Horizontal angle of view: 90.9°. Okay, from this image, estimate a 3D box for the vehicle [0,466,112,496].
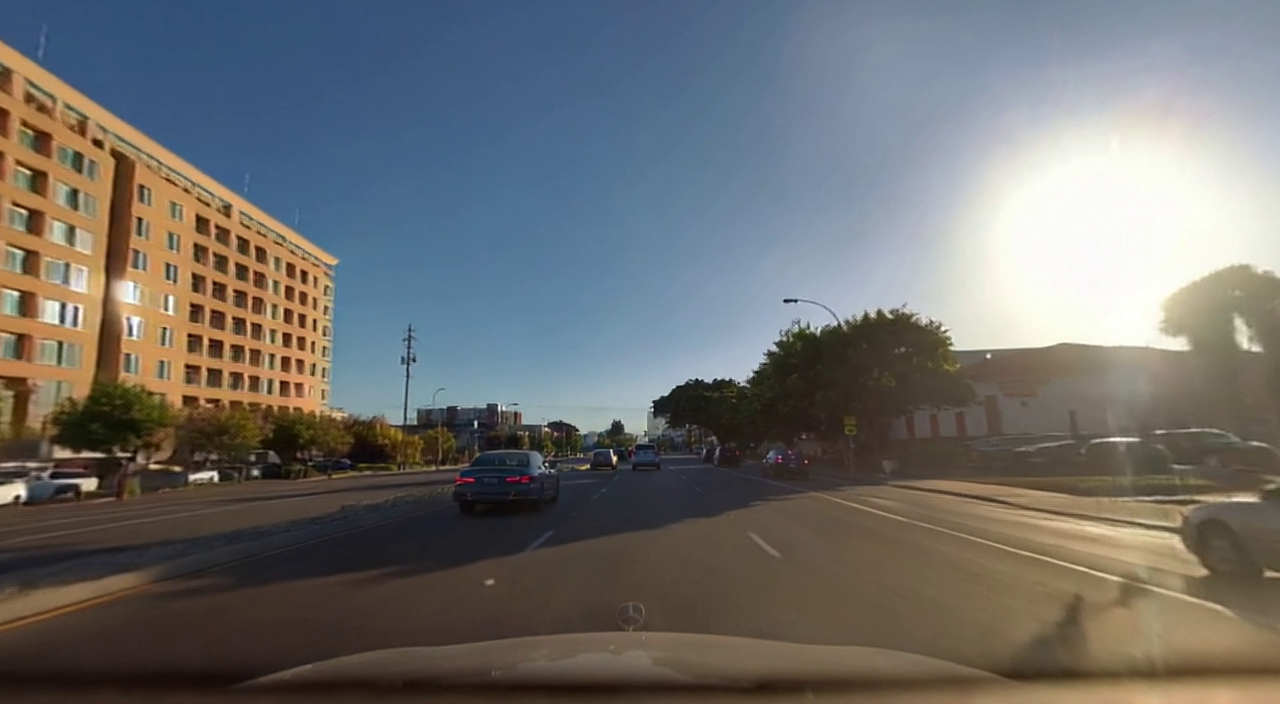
[{"bbox_3d":[-34.100,7.497,36.812,4.652,1.472,1.932,5,-10,-32],"label":"vehicle"}]

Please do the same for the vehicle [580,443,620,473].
[{"bbox_3d":[-2.502,6.835,40.684,2.117,1.799,4.442,0,-9,2],"label":"vehicle"}]

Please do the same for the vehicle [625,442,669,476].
[{"bbox_3d":[0.425,6.021,35.724,2.304,1.795,4.526,0,-9,1],"label":"vehicle"}]

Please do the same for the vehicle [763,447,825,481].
[{"bbox_3d":[7.189,5.233,29.796,1.884,1.458,4.245,0,-9,1],"label":"vehicle"}]

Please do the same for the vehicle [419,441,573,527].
[{"bbox_3d":[-2.766,2.660,13.321,2.095,1.486,4.411,0,-9,1],"label":"vehicle"}]

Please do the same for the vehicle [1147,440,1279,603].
[{"bbox_3d":[6.710,1.391,4.804,1.865,1.458,4.605,0,-9,1],"label":"vehicle"}]
